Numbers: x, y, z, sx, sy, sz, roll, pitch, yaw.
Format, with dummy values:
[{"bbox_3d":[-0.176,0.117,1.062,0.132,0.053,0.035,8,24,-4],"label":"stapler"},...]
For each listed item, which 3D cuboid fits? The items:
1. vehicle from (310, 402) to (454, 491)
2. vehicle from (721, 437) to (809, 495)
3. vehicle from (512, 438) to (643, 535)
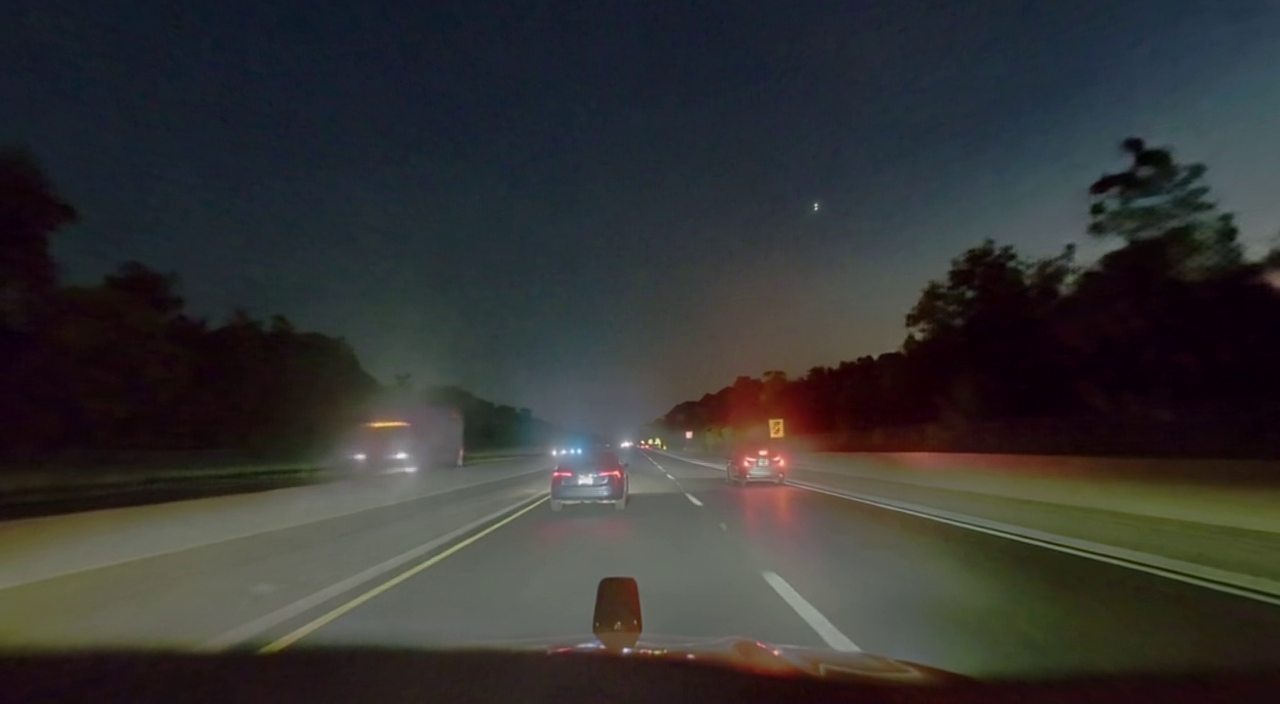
[{"bbox_3d":[-9.436,3.610,23.915,2.559,2.857,6.693,0,-9,1],"label":"vehicle"},{"bbox_3d":[3.705,3.456,19.295,1.910,1.554,3.718,0,-9,0],"label":"vehicle"},{"bbox_3d":[-0.965,2.416,11.890,2.013,1.479,4.169,0,-9,0],"label":"vehicle"}]
